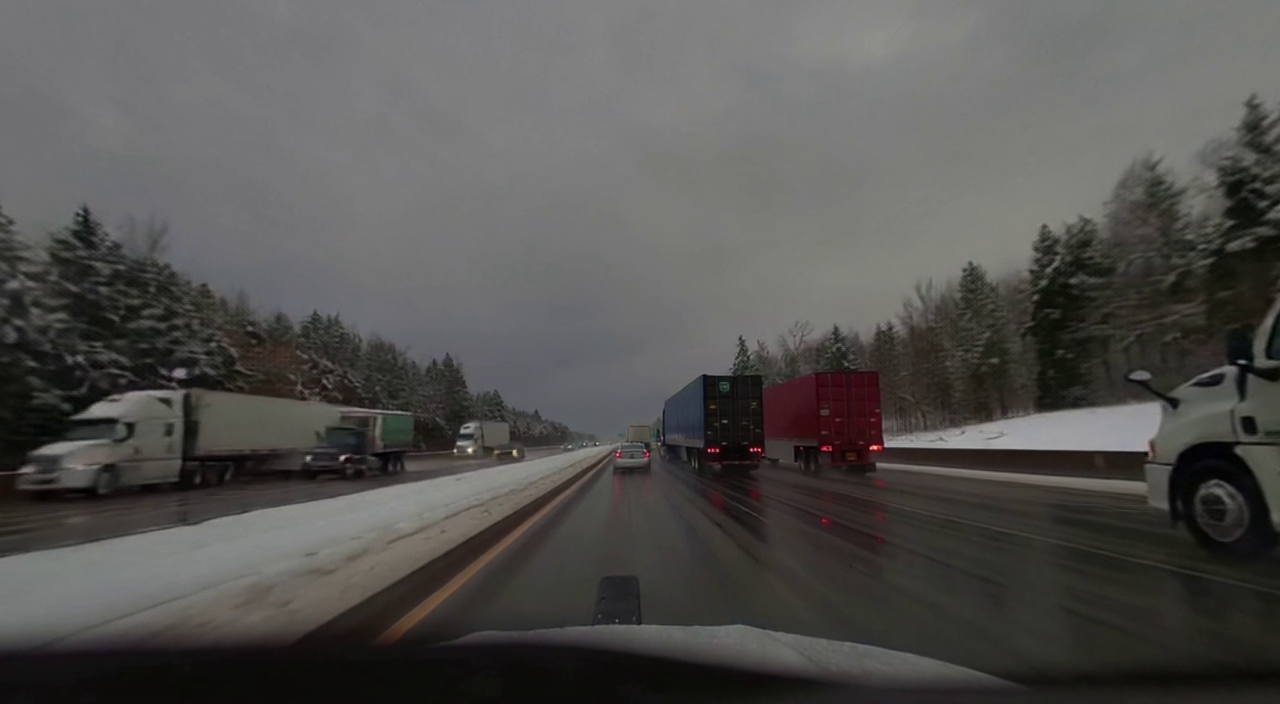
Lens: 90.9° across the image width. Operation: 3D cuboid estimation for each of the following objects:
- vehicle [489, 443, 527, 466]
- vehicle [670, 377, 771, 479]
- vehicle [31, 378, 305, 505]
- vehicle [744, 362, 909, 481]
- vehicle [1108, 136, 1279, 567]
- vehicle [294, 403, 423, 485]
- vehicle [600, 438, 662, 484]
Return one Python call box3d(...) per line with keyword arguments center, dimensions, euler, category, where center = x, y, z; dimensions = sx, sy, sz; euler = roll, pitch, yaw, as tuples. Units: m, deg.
box3d(center=(-9.233, 7.197, 44.471), dimensions=(1.867, 1.465, 4.420), euler=(0, -8, -2), category="vehicle")
box3d(center=(3.593, 3.996, 32.711), dimensions=(2.888, 4.099, 14.183), euler=(0, -8, -2), category="vehicle")
box3d(center=(-16.806, 3.335, 23.898), dimensions=(3.053, 3.812, 9.596), euler=(0, -8, -1), category="vehicle")
box3d(center=(7.651, 3.313, 28.975), dimensions=(2.876, 4.111, 14.145), euler=(0, -8, -2), category="vehicle")
box3d(center=(7.989, -0.187, 5.050), dimensions=(2.979, 4.312, 6.722), euler=(0, -8, -1), category="vehicle")
box3d(center=(-12.963, 4.310, 29.944), dimensions=(2.641, 3.353, 7.768), euler=(0, -8, -1), category="vehicle")
box3d(center=(-0.321, 3.833, 22.639), dimensions=(2.038, 1.477, 3.773), euler=(0, -8, -1), category="vehicle")
